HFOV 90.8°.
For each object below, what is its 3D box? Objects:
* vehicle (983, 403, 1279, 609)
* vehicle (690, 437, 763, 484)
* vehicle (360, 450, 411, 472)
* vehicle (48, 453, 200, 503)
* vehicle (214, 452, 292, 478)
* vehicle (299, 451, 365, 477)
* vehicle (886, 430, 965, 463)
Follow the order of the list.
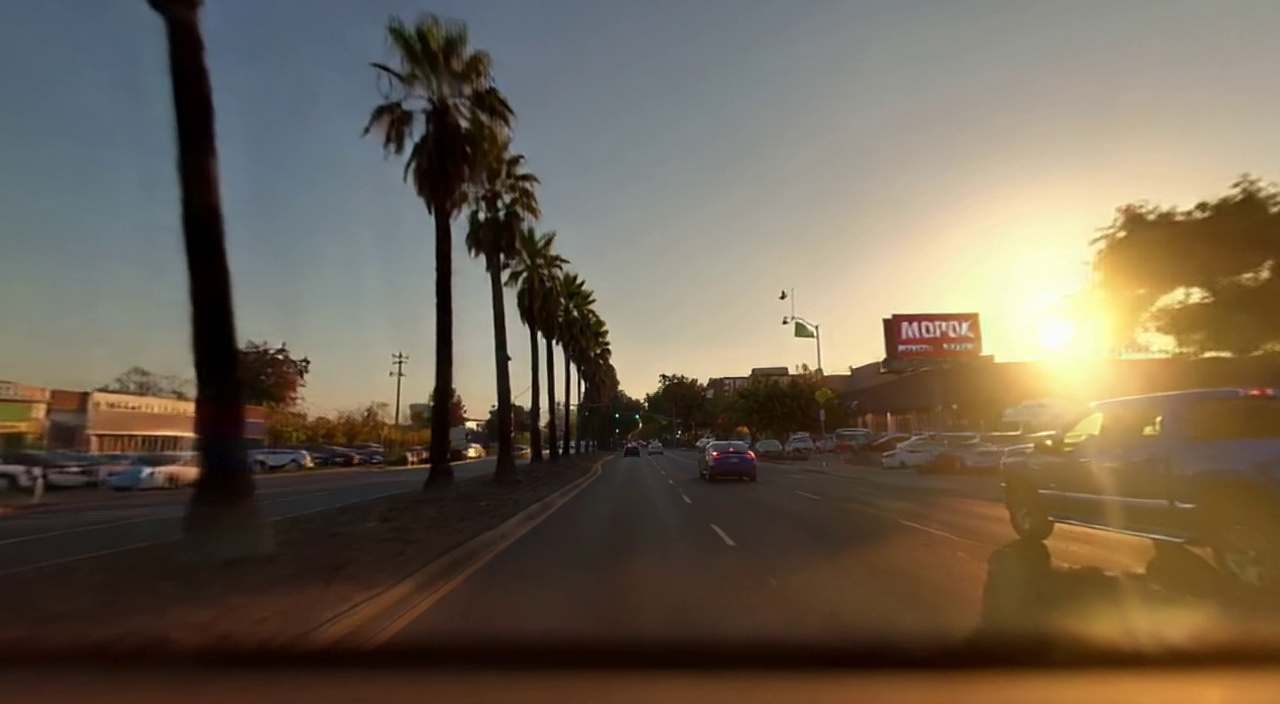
[{"bbox_3d":[6.100,1.425,6.400,2.140,1.606,5.437,0,-9,-1],"label":"vehicle"},{"bbox_3d":[3.066,3.942,23.240,1.889,1.541,4.303,0,-9,-2],"label":"vehicle"},{"bbox_3d":[-19.681,8.427,49.132,1.871,1.519,5.002,0,-9,0],"label":"vehicle"},{"bbox_3d":[-19.395,4.694,24.101,1.840,1.524,4.923,-3,-8,-2],"label":"vehicle"},{"bbox_3d":[-24.564,7.170,40.328,1.899,1.499,4.911,0,-9,-1],"label":"vehicle"},{"bbox_3d":[-19.570,7.111,40.386,1.900,1.481,4.684,0,-9,0],"label":"vehicle"},{"bbox_3d":[18.389,6.159,41.067,2.300,1.966,6.004,0,-9,0],"label":"vehicle"}]
